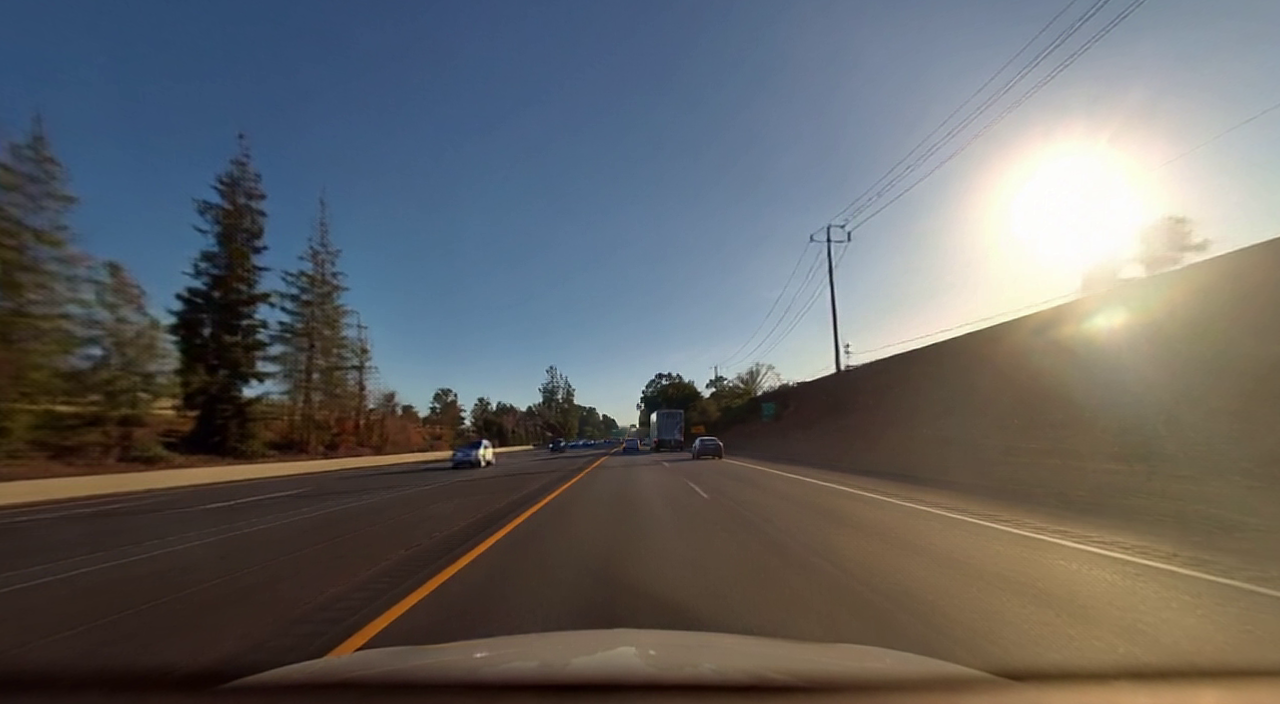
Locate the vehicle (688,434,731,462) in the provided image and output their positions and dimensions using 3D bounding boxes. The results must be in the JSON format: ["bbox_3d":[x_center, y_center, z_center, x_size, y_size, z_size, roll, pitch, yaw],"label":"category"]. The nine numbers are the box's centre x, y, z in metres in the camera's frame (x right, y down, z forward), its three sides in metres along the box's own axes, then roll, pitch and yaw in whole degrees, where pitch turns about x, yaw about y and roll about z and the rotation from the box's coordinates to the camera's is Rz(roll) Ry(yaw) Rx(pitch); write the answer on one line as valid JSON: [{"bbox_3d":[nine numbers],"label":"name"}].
[{"bbox_3d":[4.041,5.631,37.294,1.930,1.573,3.853,0,-8,-2],"label":"vehicle"}]

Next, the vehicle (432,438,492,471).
[{"bbox_3d":[-9.563,5.511,34.283,2.031,1.646,4.303,0,-8,0],"label":"vehicle"}]

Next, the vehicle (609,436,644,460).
[{"bbox_3d":[-0.886,6.250,41.397,2.163,1.466,3.693,0,-8,-1],"label":"vehicle"}]
